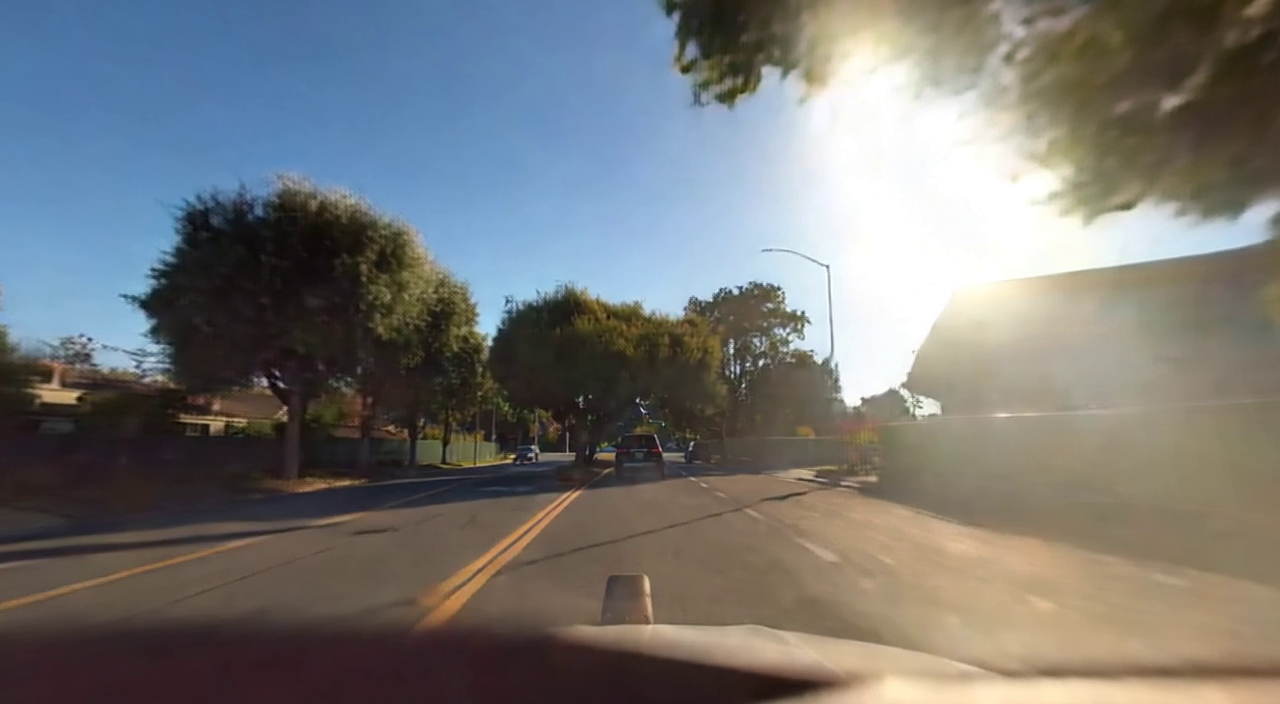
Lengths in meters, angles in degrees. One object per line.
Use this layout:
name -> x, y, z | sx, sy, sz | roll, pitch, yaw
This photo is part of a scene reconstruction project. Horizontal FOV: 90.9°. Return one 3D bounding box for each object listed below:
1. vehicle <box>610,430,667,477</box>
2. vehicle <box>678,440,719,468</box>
vehicle -> -0.066, 4.648, 28.973 | 2.386, 1.947, 4.168 | 0, -9, 0
vehicle -> 3.736, 6.662, 41.227 | 2.138, 1.699, 4.852 | 0, -9, -1
